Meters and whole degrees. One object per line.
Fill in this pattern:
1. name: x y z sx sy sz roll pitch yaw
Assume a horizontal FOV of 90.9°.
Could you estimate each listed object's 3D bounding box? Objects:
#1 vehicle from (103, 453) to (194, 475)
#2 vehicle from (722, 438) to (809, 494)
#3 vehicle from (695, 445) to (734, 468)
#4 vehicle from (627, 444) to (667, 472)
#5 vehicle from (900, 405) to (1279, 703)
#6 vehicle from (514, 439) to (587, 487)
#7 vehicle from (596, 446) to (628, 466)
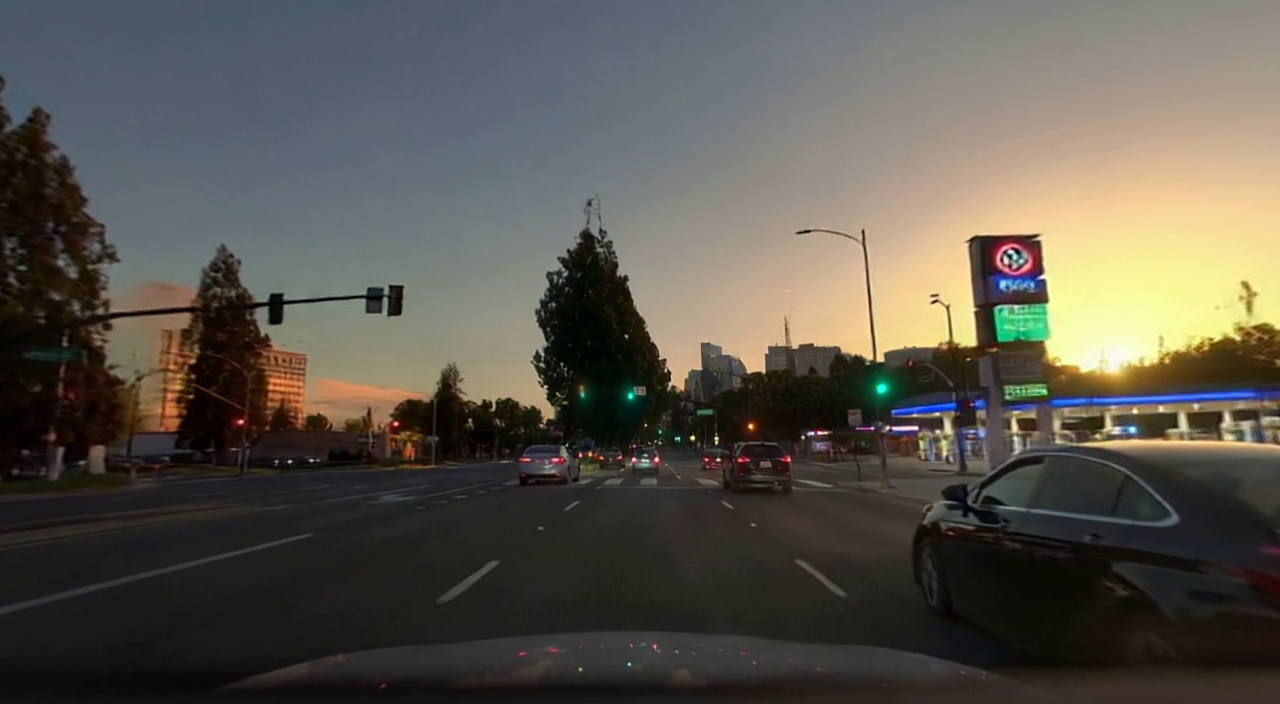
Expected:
1. vehicle: -33.926 7.728 43.537 4.652 1.453 1.945 0 -8 1
2. vehicle: 4.044 3.737 21.065 2.022 1.683 4.171 0 -8 0
3. vehicle: 5.037 7.115 42.951 2.174 1.462 4.400 0 -8 1
4. vehicle: 0.381 5.983 35.777 2.104 1.477 4.591 0 -8 0
5. vehicle: 3.596 1.158 3.801 2.038 1.499 4.868 0 -8 1
6. vehicle: -3.224 4.104 23.575 2.023 1.607 4.086 0 -8 2
7. vehicle: -2.051 7.821 47.606 2.192 1.463 4.211 0 -8 1
